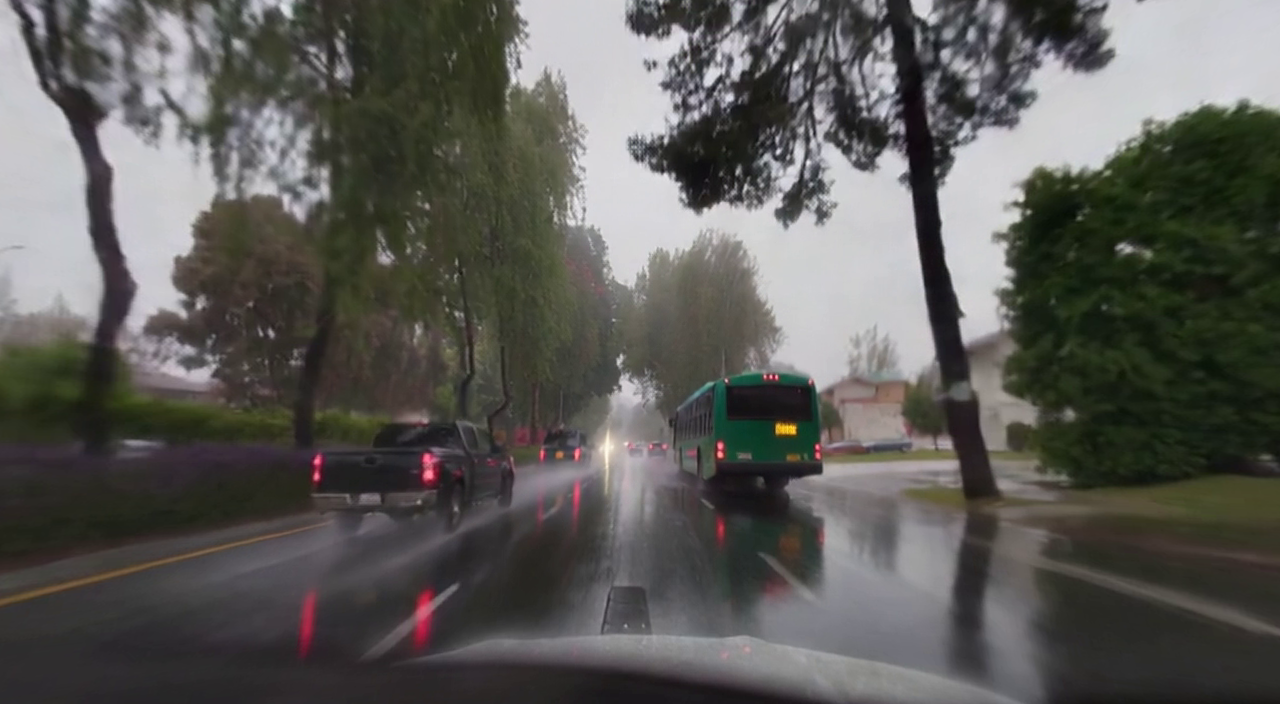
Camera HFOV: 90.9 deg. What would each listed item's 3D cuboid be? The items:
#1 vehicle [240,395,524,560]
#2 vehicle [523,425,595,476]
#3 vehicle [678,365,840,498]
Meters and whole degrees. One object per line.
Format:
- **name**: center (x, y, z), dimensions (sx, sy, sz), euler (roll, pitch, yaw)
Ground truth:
- **vehicle**: center (-3.408, 1.795, 9.763), dimensions (2.074, 1.849, 5.137), euler (0, -8, 2)
- **vehicle**: center (-3.478, 4.430, 28.487), dimensions (2.513, 2.066, 5.820), euler (0, -8, 0)
- **vehicle**: center (3.286, 2.849, 21.804), dimensions (3.059, 3.264, 12.623), euler (0, -8, 0)
